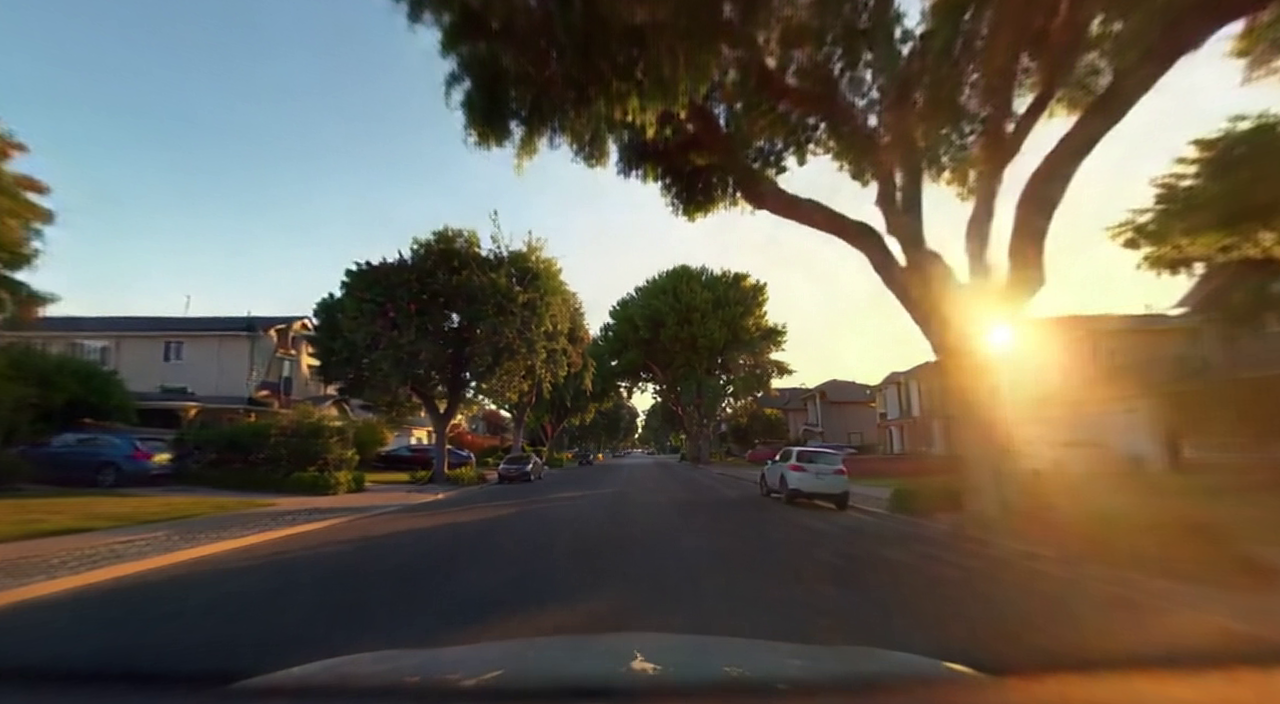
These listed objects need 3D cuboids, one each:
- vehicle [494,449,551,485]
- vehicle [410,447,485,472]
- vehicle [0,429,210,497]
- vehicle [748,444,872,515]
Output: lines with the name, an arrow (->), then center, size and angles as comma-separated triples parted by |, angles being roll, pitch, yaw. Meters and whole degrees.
vehicle -> -5.793, 5.704, 31.637 | 1.944, 1.621, 4.187 | -1, -9, 1
vehicle -> -12.329, 6.920, 40.669 | 4.135, 1.567, 1.944 | 0, -9, 2
vehicle -> -15.112, 3.077, 17.679 | 4.530, 1.777, 2.107 | 0, -9, -2
vehicle -> 4.211, 3.208, 16.484 | 1.996, 1.585, 4.371 | 0, -9, 0
